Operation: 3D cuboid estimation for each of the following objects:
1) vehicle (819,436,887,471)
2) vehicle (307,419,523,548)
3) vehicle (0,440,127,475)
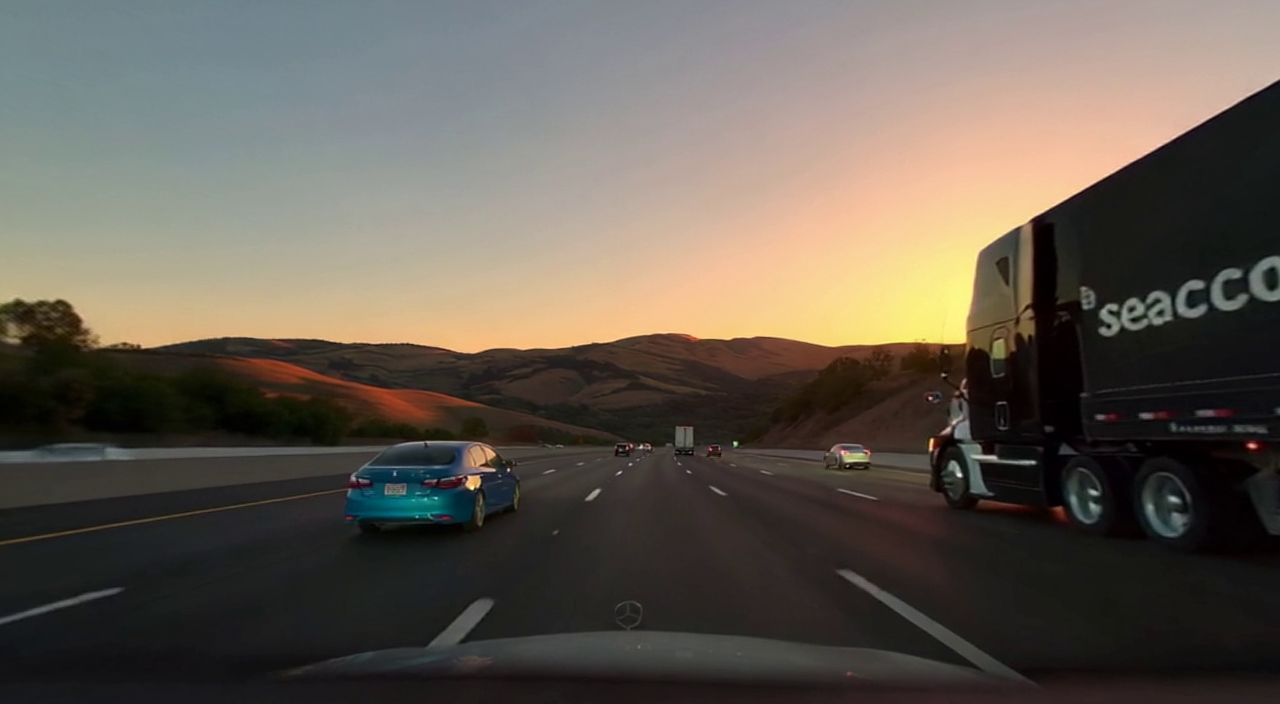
[{"bbox_3d":[11.450,5.473,34.062,2.062,1.736,4.589,0,-8,0],"label":"vehicle"},{"bbox_3d":[-3.220,1.959,9.965,1.967,1.615,3.886,0,-8,0],"label":"vehicle"},{"bbox_3d":[-25.938,4.643,27.940,1.851,1.390,5.059,0,-8,1],"label":"vehicle"}]
